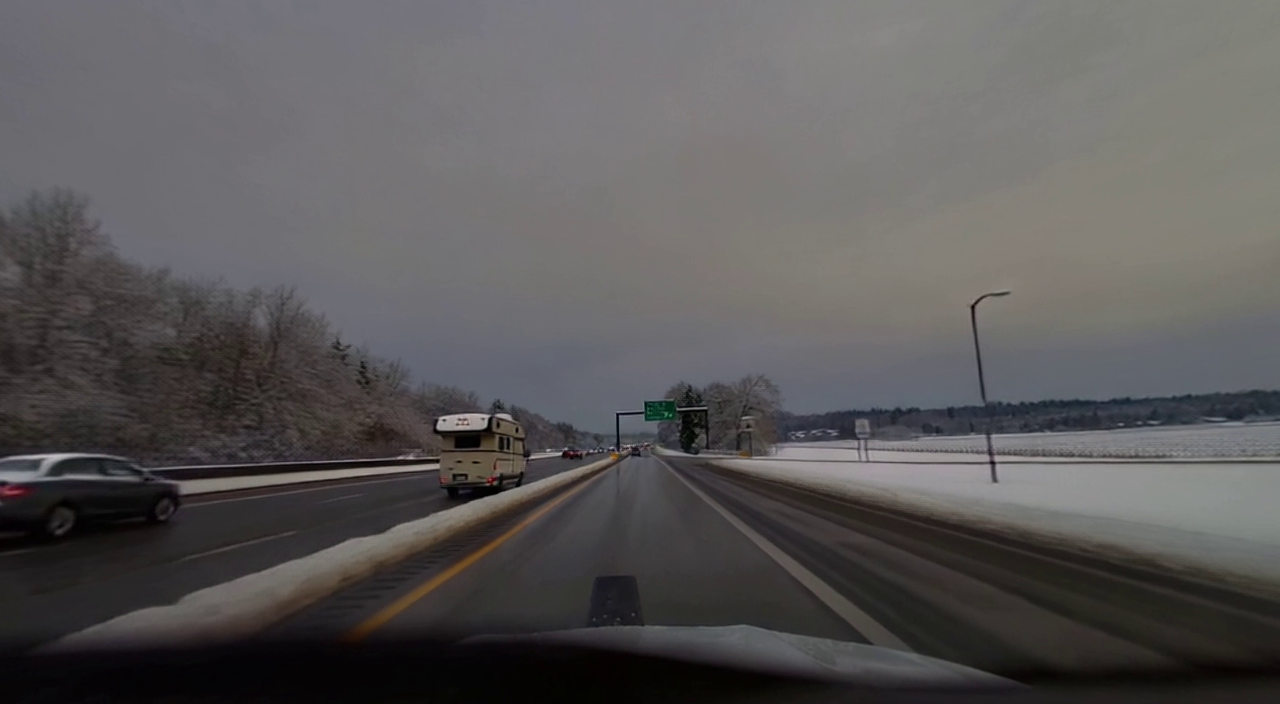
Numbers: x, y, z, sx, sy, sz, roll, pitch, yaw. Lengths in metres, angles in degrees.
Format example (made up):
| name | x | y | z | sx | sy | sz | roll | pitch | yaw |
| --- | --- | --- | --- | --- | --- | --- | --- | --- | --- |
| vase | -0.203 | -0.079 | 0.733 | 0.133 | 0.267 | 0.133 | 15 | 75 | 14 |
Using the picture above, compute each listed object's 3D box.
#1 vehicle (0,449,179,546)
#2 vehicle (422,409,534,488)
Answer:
| name | x | y | z | sx | sy | sz | roll | pitch | yaw |
| --- | --- | --- | --- | --- | --- | --- | --- | --- | --- |
| vehicle | -10.757 | 2.435 | 10.977 | 1.922 | 1.448 | 4.638 | 0 | -9 | 0 |
| vehicle | -6.769 | 4.212 | 27.648 | 2.747 | 2.934 | 7.411 | 0 | -9 | 2 |
